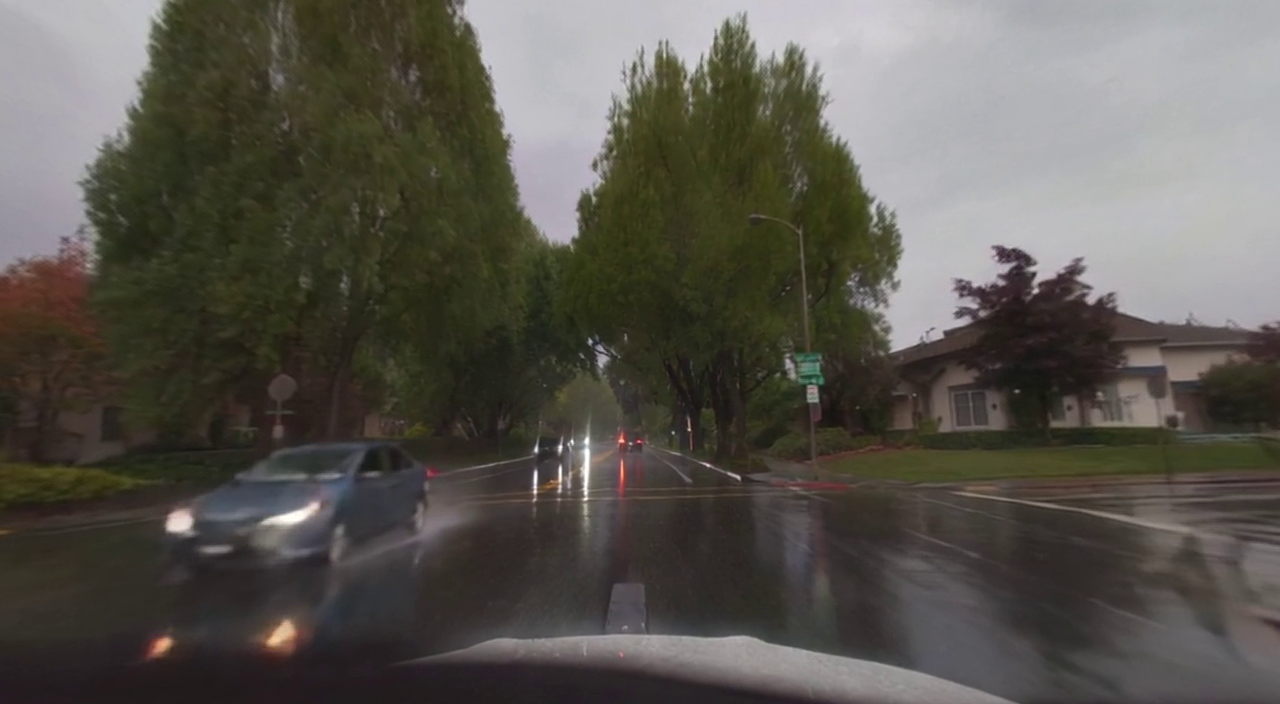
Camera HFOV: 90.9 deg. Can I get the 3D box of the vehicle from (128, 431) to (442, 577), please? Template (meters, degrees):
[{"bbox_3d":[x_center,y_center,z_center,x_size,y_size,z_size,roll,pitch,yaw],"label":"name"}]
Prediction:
[{"bbox_3d":[-4.464,1.927,8.887,1.979,1.532,4.212,0,-8,0],"label":"vehicle"}]

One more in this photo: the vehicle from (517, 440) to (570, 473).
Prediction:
[{"bbox_3d":[-4.786,5.233,31.887,1.938,1.519,4.227,0,-8,1],"label":"vehicle"}]
